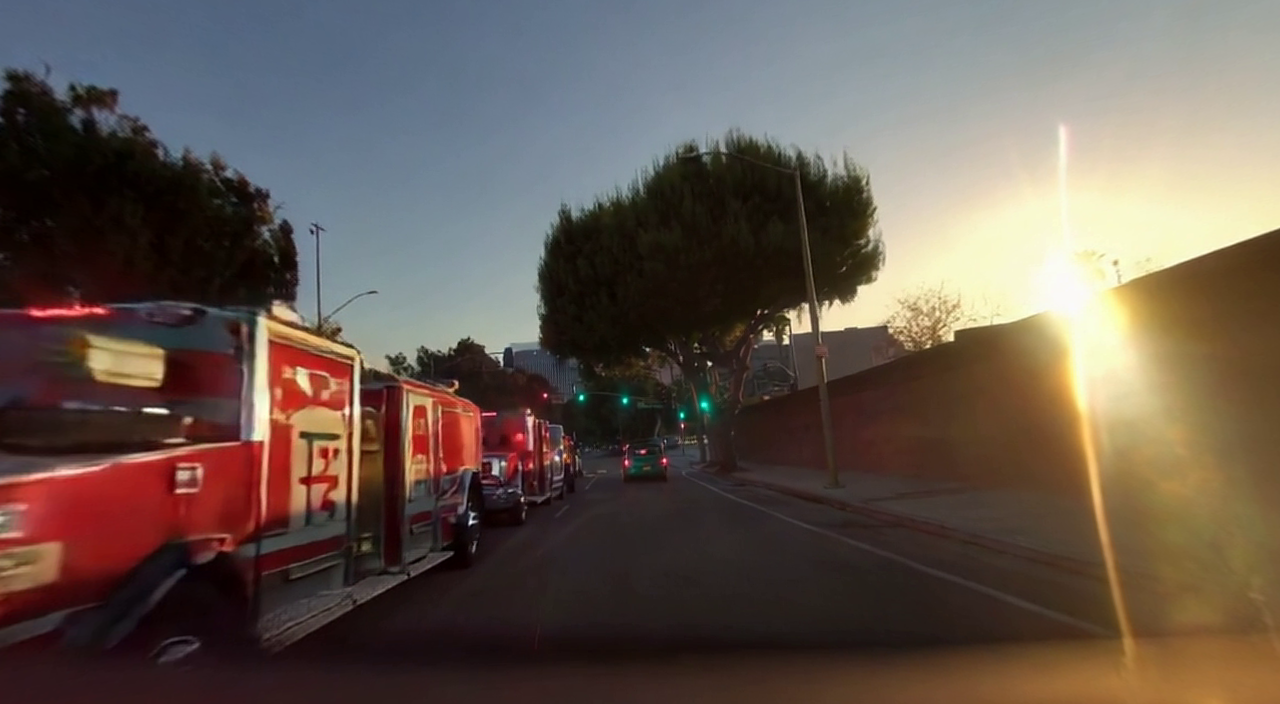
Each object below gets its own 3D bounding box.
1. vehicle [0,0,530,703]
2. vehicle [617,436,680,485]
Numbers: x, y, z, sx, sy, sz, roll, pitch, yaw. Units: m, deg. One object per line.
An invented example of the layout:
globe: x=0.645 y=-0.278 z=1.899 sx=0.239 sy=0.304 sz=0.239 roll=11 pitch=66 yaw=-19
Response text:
vehicle: x=-3.195 y=0.456 z=3.487 sx=3.644 sy=3.138 sz=9.346 roll=0 pitch=-9 yaw=-1
vehicle: x=0.242 y=4.586 z=26.849 sx=2.332 sy=1.831 sz=4.930 roll=0 pitch=-9 yaw=-3
